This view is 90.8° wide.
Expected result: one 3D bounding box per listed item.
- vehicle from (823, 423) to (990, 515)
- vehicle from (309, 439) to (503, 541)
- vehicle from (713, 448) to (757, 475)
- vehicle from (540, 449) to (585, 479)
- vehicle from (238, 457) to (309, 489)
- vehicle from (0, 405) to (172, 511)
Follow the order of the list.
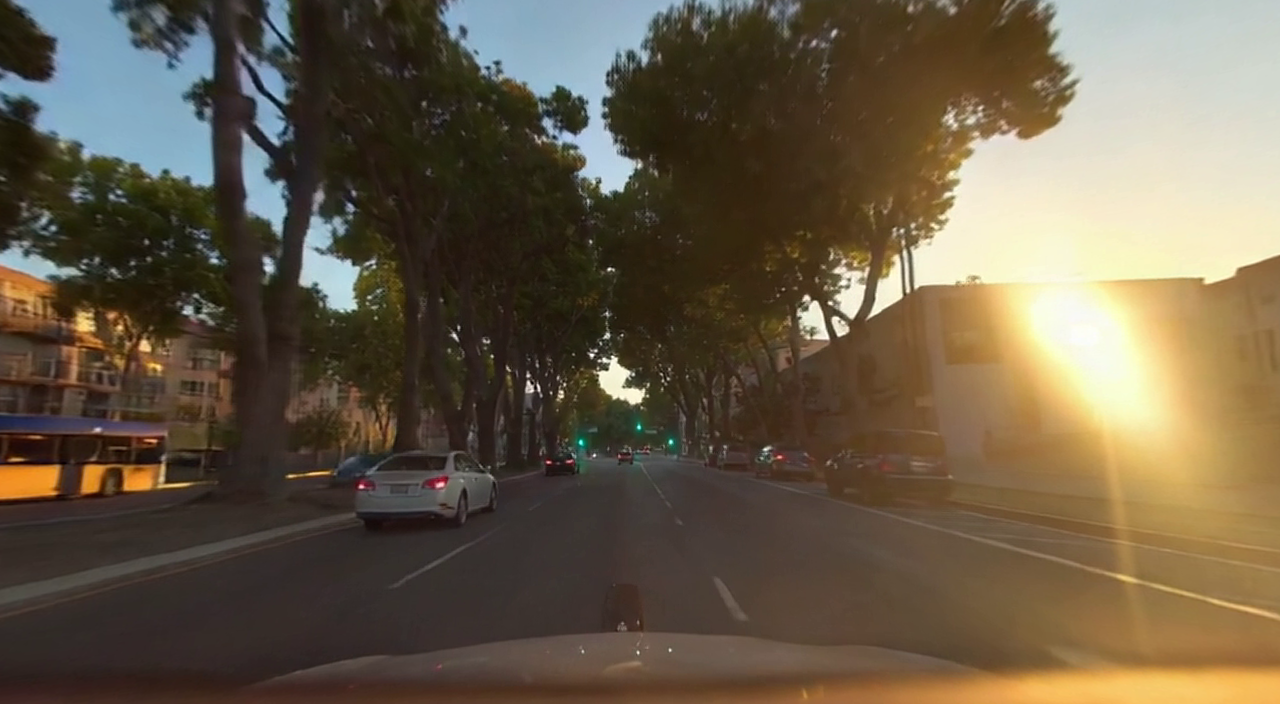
[{"bbox_3d":[6.024,2.712,14.986,1.945,1.829,4.305,0,-9,-2],"label":"vehicle"},{"bbox_3d":[-4.075,2.470,11.959,1.995,1.524,4.438,0,-9,-1],"label":"vehicle"},{"bbox_3d":[5.769,6.708,39.009,1.886,1.530,4.636,0,-9,-2],"label":"vehicle"},{"bbox_3d":[-4.176,6.124,34.732,1.934,1.522,4.287,0,-9,0],"label":"vehicle"},{"bbox_3d":[-20.479,6.761,35.504,1.805,1.616,4.080,0,-9,-6],"label":"vehicle"},{"bbox_3d":[-22.142,3.680,21.935,3.231,3.391,10.828,-1,-9,1],"label":"vehicle"}]
